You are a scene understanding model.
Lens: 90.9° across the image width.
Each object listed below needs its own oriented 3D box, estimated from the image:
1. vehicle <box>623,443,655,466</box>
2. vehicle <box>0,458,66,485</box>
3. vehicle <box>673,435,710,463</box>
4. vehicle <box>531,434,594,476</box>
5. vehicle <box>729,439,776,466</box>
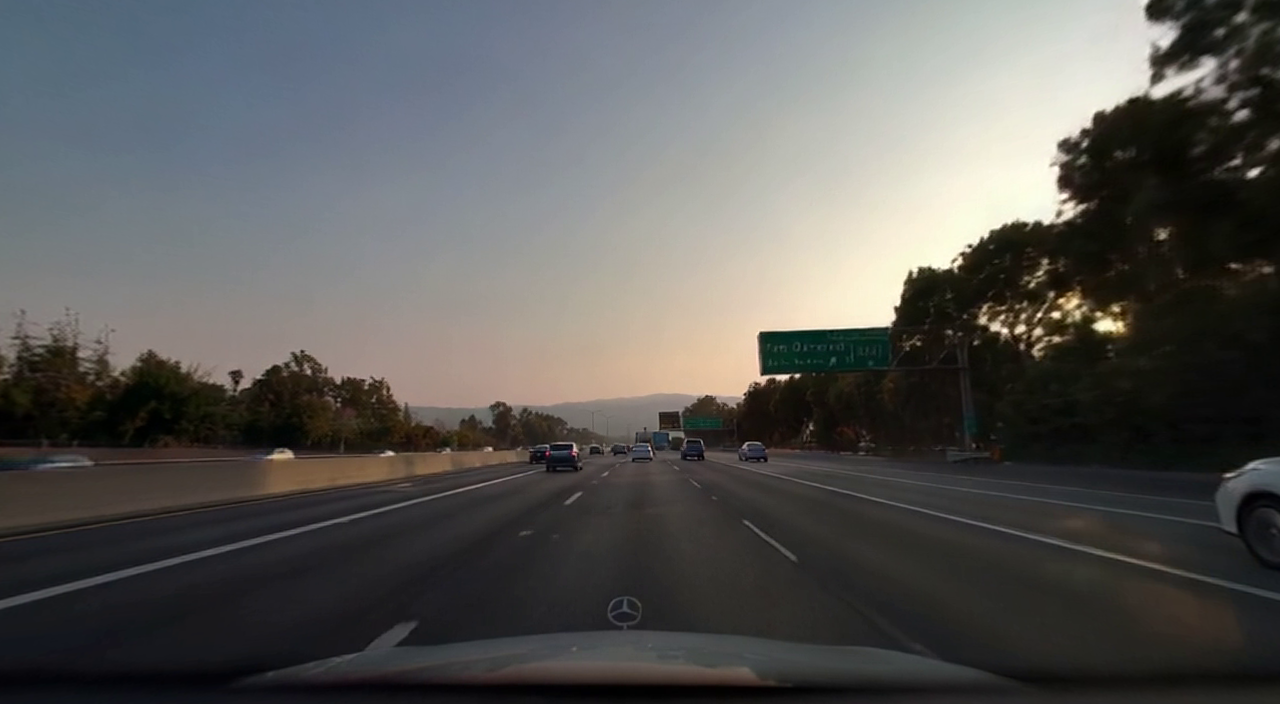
[{"bbox_3d":[-0.045,6.790,41.966,2.050,1.452,3.917,0,-8,1],"label":"vehicle"},{"bbox_3d":[-36.980,7.045,37.327,1.826,1.459,4.329,0,-8,1],"label":"vehicle"},{"bbox_3d":[3.849,7.433,48.295,2.348,1.991,5.460,0,-8,0],"label":"vehicle"},{"bbox_3d":[-3.435,4.669,28.832,2.118,1.750,4.875,-1,-8,2],"label":"vehicle"},{"bbox_3d":[7.380,6.622,41.860,2.196,1.659,4.451,0,-8,-1],"label":"vehicle"}]
